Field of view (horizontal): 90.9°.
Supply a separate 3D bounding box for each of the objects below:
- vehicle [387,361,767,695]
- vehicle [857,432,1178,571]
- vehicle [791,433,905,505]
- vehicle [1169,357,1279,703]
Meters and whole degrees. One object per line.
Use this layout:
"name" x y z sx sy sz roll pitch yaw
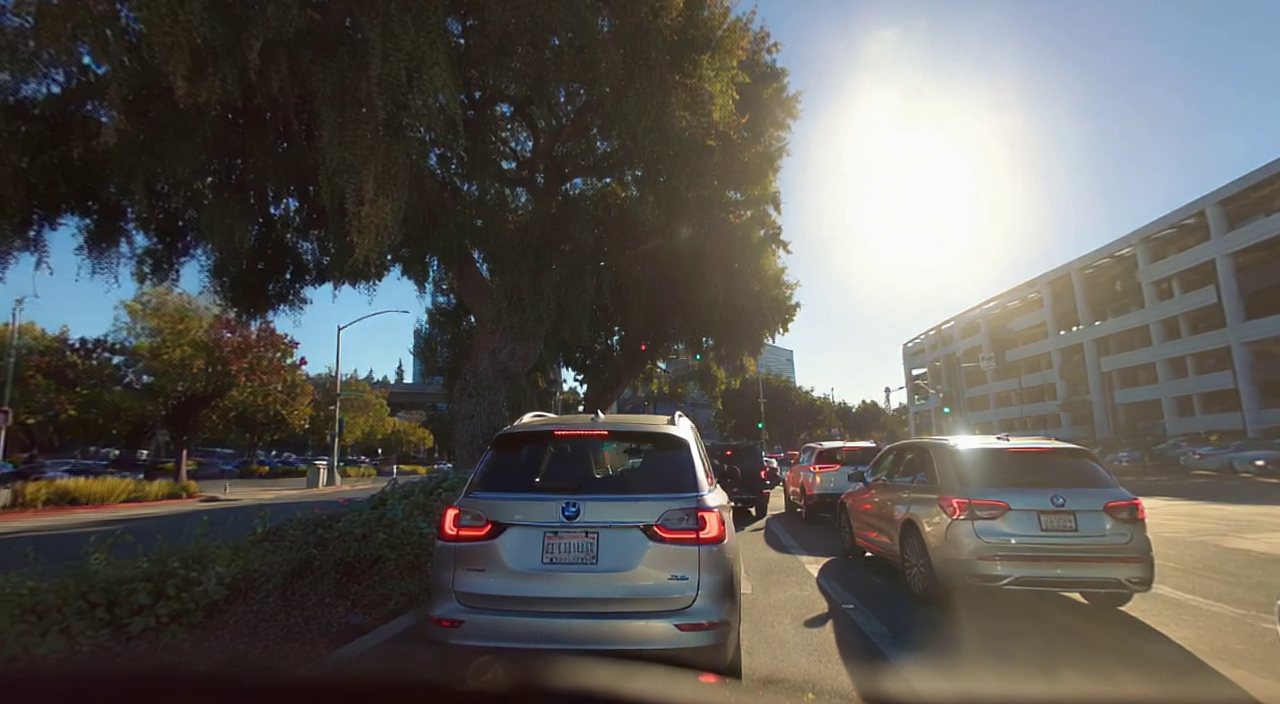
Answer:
"vehicle" -0.209 1.237 5.564 2.021 1.742 4.295 -1 -8 4
"vehicle" 4.889 1.965 9.173 1.963 1.480 4.553 0 -8 2
"vehicle" 5.329 3.032 16.731 1.994 1.638 4.100 -1 -9 6
"vehicle" 4.061 0.605 1.118 1.993 1.719 4.953 0 -8 1
